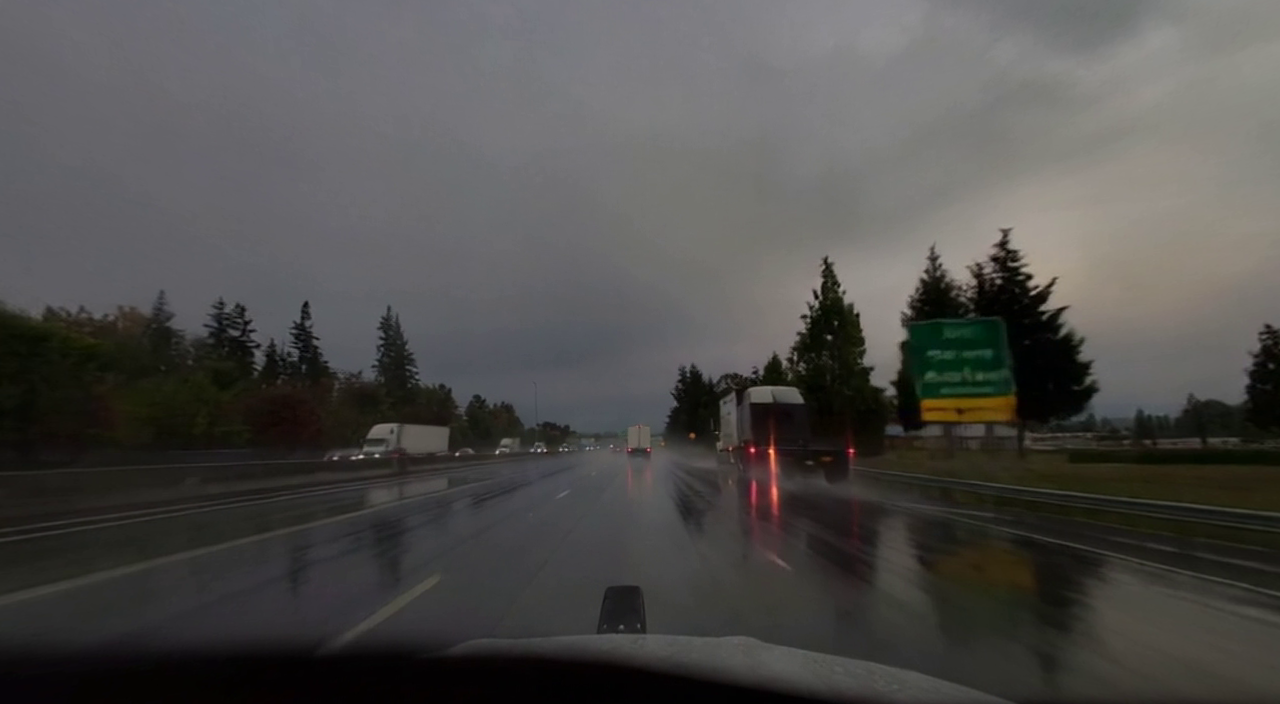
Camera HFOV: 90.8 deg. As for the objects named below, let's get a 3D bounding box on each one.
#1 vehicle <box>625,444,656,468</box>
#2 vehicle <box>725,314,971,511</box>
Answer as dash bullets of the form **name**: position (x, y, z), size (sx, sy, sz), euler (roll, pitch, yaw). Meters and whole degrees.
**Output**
- **vehicle**: position (0.037, 6.836, 41.656), size (1.972, 1.492, 3.697), euler (0, -9, 0)
- **vehicle**: position (5.248, 2.307, 20.274), size (2.893, 4.114, 14.332), euler (0, -9, -1)
